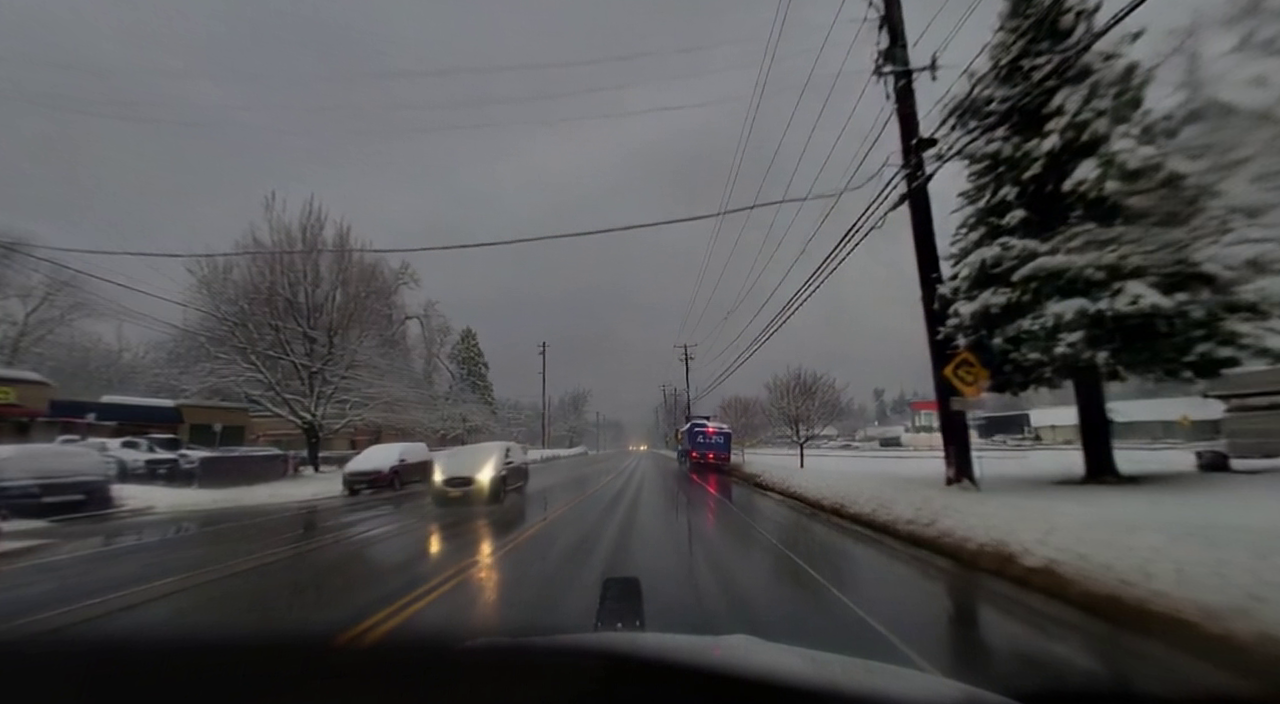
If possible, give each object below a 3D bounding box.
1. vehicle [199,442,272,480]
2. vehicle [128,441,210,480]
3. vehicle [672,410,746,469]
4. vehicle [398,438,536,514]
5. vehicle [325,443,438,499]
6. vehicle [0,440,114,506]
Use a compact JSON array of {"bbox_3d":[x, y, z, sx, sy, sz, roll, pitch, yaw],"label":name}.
[{"bbox_3d":[-19.517,5.257,30.746,1.980,1.669,5.543,4,-9,-22],"label":"vehicle"},{"bbox_3d":[-21.661,5.048,29.245,2.040,1.541,4.636,1,-10,-24],"label":"vehicle"},{"bbox_3d":[3.875,5.313,38.116,3.168,3.106,9.350,0,-9,-2],"label":"vehicle"},{"bbox_3d":[-3.881,2.843,14.981,2.042,1.530,3.980,0,-9,1],"label":"vehicle"},{"bbox_3d":[-9.063,4.165,22.628,1.938,1.756,4.686,0,-9,2],"label":"vehicle"},{"bbox_3d":[-18.282,3.611,19.250,1.908,1.763,4.474,3,-9,-19],"label":"vehicle"}]
